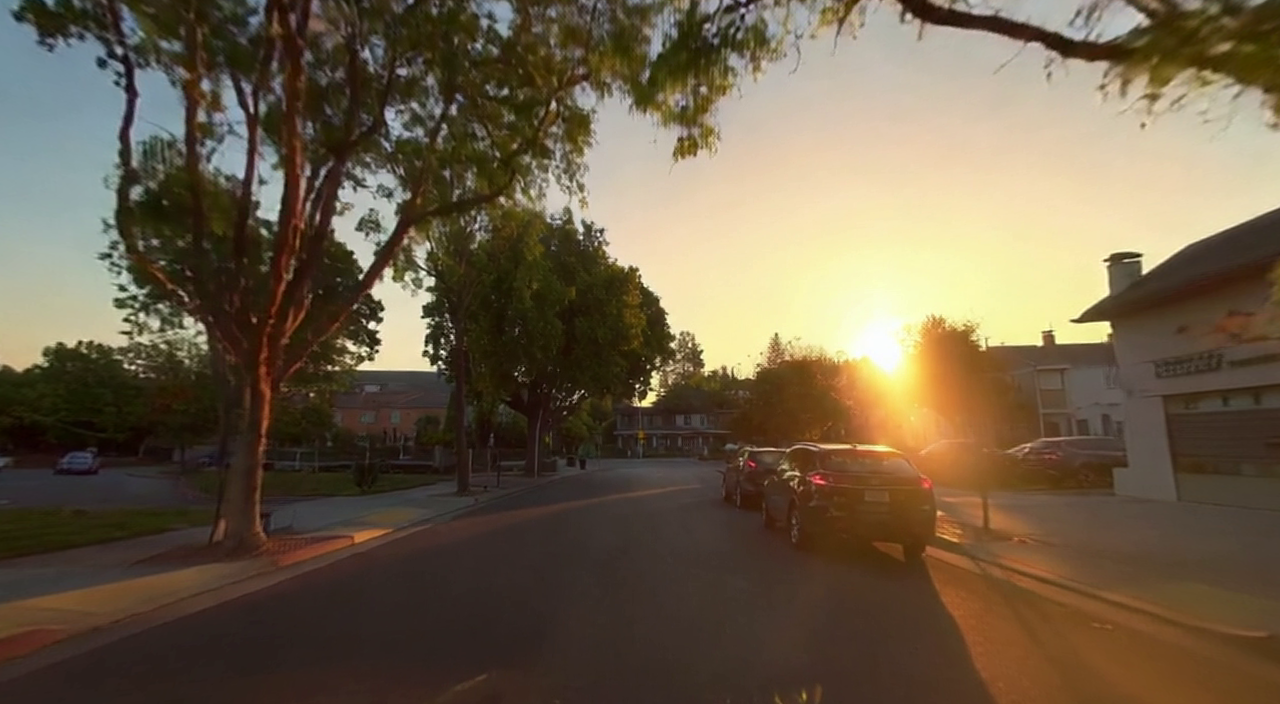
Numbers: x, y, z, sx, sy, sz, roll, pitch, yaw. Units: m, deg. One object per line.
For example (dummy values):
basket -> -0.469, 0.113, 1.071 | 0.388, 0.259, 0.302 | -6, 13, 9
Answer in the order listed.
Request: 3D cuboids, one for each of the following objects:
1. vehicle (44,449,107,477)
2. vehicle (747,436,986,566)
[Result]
vehicle -> -36.967, 7.222, 41.337 | 4.157, 1.687, 2.419 | -8, -13, 41
vehicle -> 3.100, 2.153, 9.913 | 2.064, 1.532, 4.596 | 0, -9, 0
